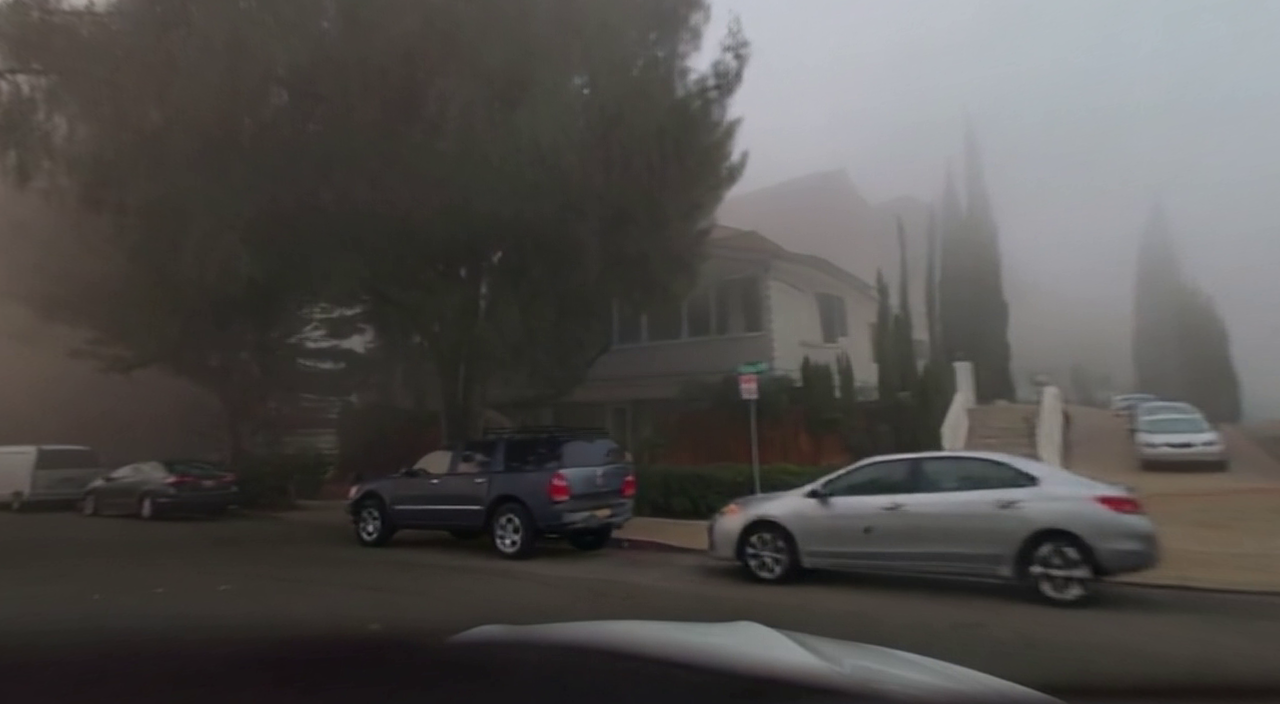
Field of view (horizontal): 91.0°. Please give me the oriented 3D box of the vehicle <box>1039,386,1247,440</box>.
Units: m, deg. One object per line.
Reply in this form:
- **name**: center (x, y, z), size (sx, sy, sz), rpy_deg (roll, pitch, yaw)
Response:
- **vehicle**: center (14.971, 1.869, 19.103), size (4.565, 1.479, 1.775), rpy_deg (-2, -8, 26)

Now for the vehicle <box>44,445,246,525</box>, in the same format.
- **vehicle**: center (-11.495, 2.957, 14.589), size (4.476, 1.442, 1.828), rpy_deg (-2, -8, 27)

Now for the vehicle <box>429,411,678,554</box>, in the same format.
- **vehicle**: center (-1.247, 2.146, 11.297), size (2.046, 1.969, 4.585), rpy_deg (-5, -9, 28)

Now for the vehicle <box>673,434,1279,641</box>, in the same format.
- **vehicle**: center (3.073, 1.691, 6.848), size (5.075, 1.436, 1.863), rpy_deg (-2, -8, 28)

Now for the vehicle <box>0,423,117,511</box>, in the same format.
- **vehicle**: center (-17.300, 3.099, 17.736), size (4.893, 2.129, 1.993), rpy_deg (-2, -8, 28)
